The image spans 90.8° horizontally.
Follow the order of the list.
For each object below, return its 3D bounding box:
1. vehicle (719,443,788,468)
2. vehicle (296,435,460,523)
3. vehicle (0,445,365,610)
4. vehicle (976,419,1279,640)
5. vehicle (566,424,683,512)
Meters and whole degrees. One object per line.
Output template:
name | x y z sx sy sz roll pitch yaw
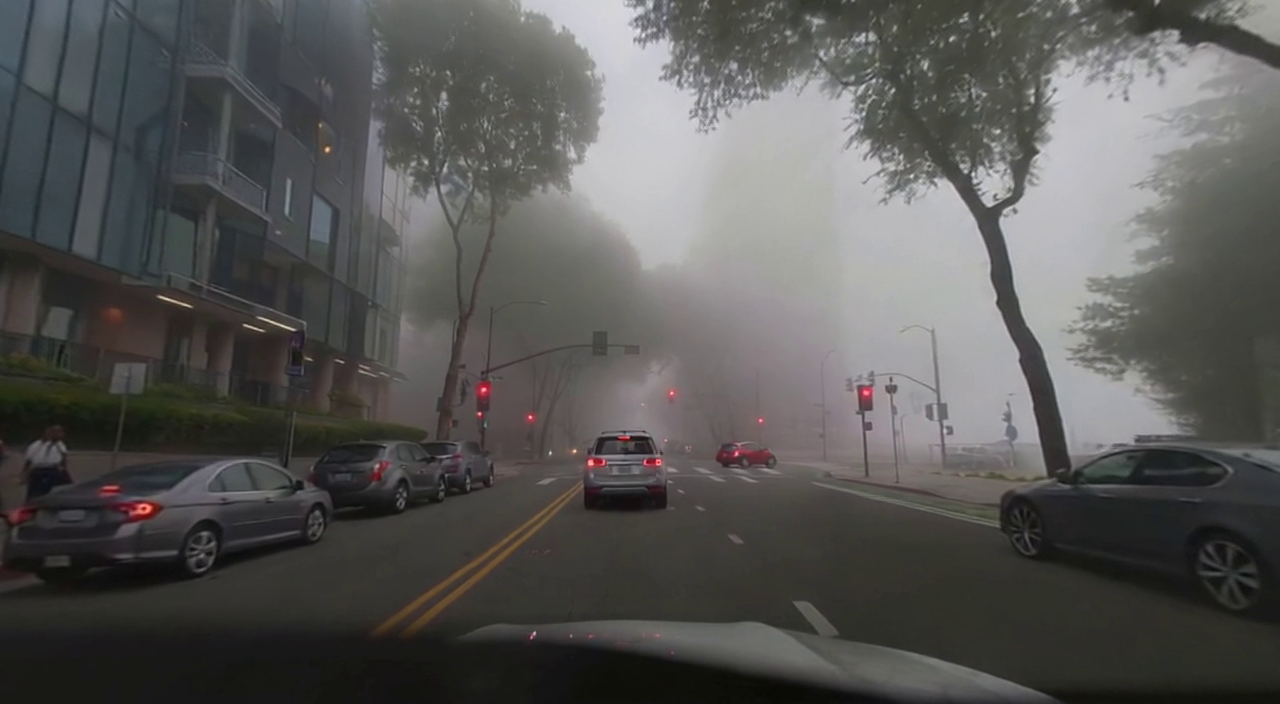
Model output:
vehicle | 7.560 6.864 41.921 4.638 1.555 1.824 6 -11 -36
vehicle | -5.778 2.830 14.684 1.904 1.684 4.529 0 -9 -1
vehicle | -5.591 1.945 8.030 1.841 1.466 4.364 -2 -9 6
vehicle | 5.958 1.681 6.912 2.004 1.699 4.525 0 -9 -1
vehicle | -0.278 2.555 14.276 2.258 1.687 3.934 -1 -9 1
